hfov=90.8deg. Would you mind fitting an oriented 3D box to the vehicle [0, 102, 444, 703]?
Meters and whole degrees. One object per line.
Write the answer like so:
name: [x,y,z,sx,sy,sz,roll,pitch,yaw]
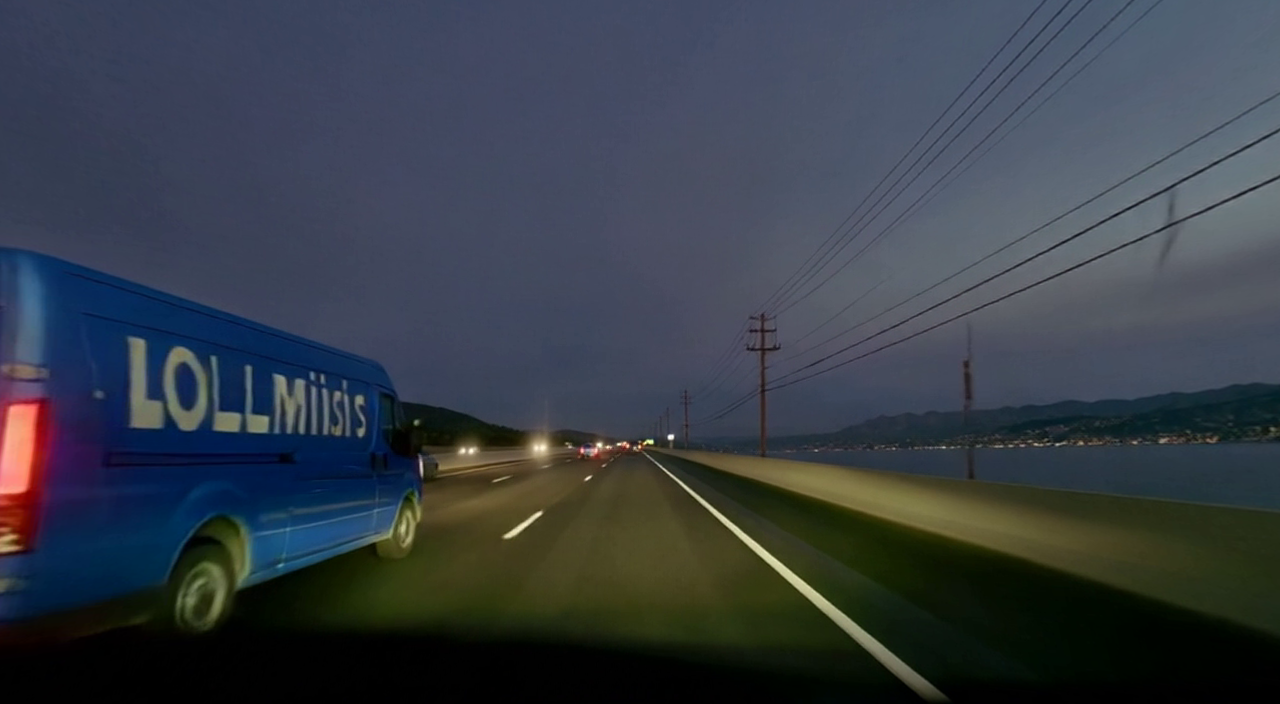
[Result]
vehicle: [-3.787,0.738,5.041,2.331,2.757,6.581,0,-8,0]
